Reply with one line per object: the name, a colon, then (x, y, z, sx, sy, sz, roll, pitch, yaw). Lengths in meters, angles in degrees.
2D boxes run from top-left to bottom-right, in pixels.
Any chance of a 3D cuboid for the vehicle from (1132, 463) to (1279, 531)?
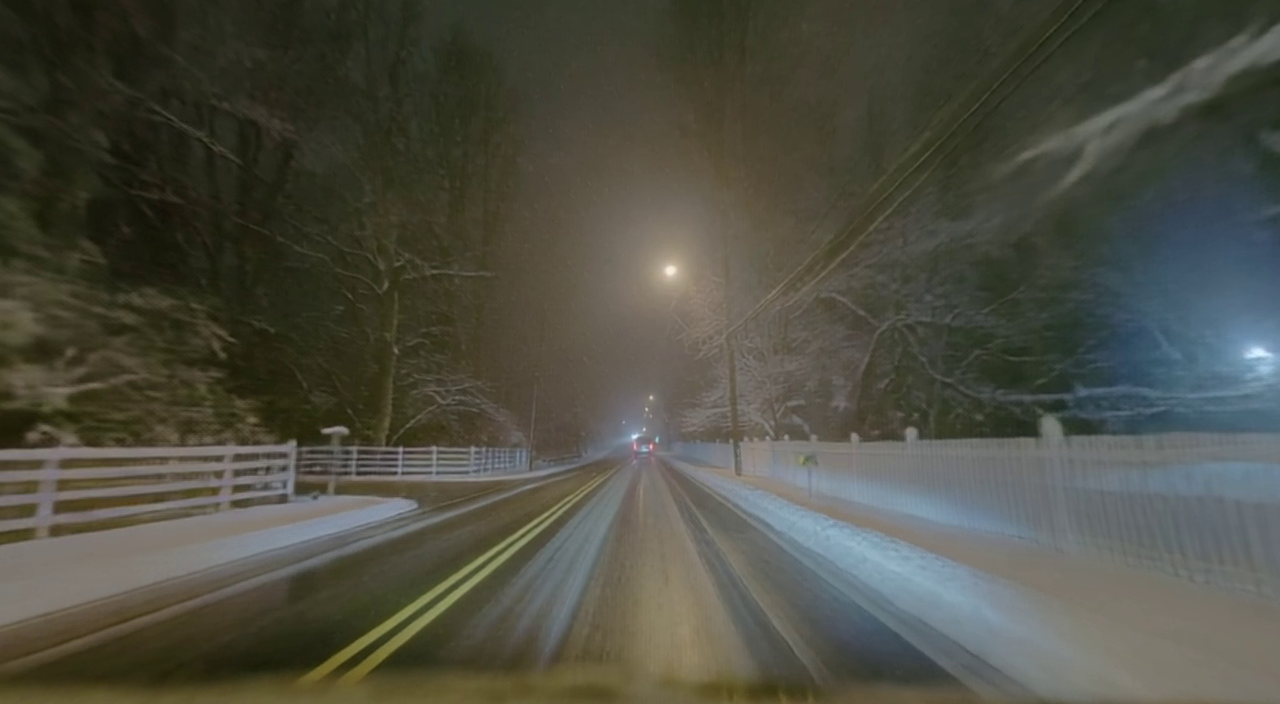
vehicle: (15.925, 3.754, 16.723, 2.001, 1.450, 4.481, 0, -9, -2)
